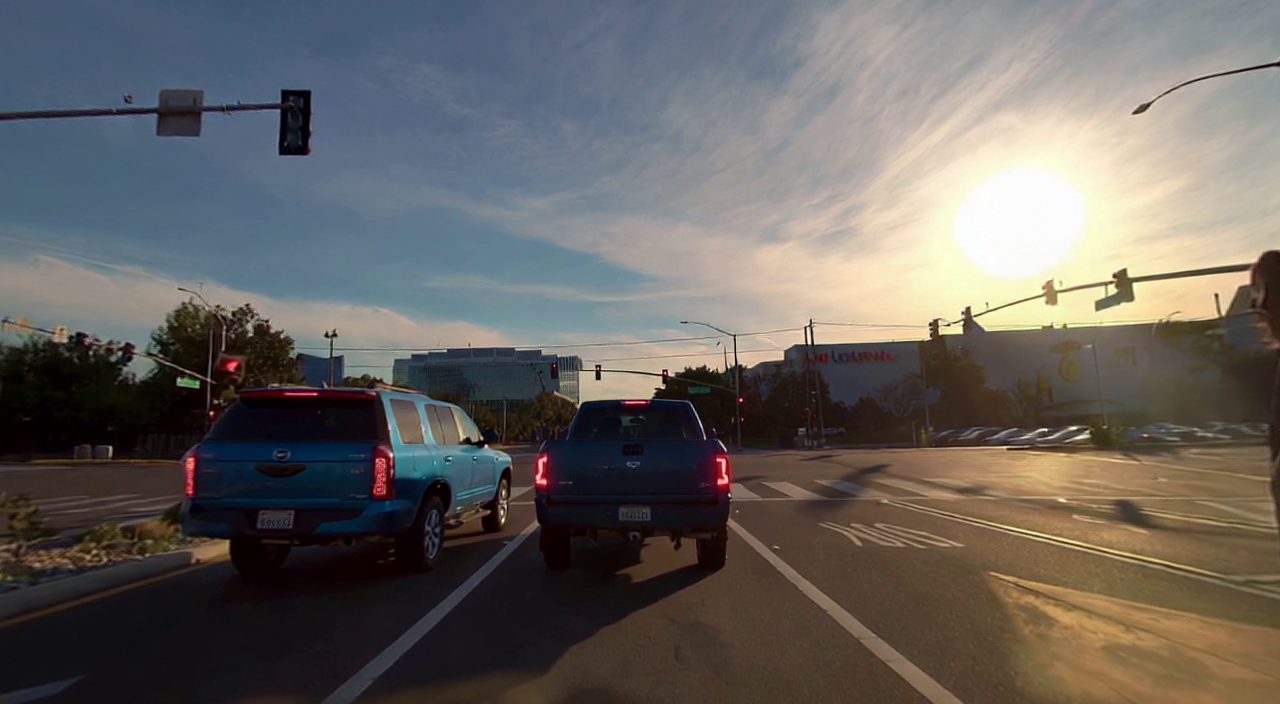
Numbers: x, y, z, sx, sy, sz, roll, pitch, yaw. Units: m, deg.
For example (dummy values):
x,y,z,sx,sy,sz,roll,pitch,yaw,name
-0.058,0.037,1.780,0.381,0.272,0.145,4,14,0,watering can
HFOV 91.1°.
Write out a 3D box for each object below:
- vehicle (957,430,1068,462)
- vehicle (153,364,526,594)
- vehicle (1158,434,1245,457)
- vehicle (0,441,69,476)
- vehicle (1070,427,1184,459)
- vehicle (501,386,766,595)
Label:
x,y,z,sx,sy,sz,roll,pitch,yaw,name
19.310,4.894,32.669,4.624,1.601,1.871,0,-8,-3,vehicle
-2.961,1.412,7.772,2.220,1.926,4.870,0,-8,-1,vehicle
38.752,6.461,43.381,4.396,1.479,1.778,0,-8,-3,vehicle
-32.183,5.377,31.768,4.406,1.682,2.040,0,-8,-1,vehicle
27.941,5.239,36.118,4.849,1.759,2.041,0,-8,-3,vehicle
-0.083,1.498,7.664,2.204,1.738,4.690,0,-8,-1,vehicle
